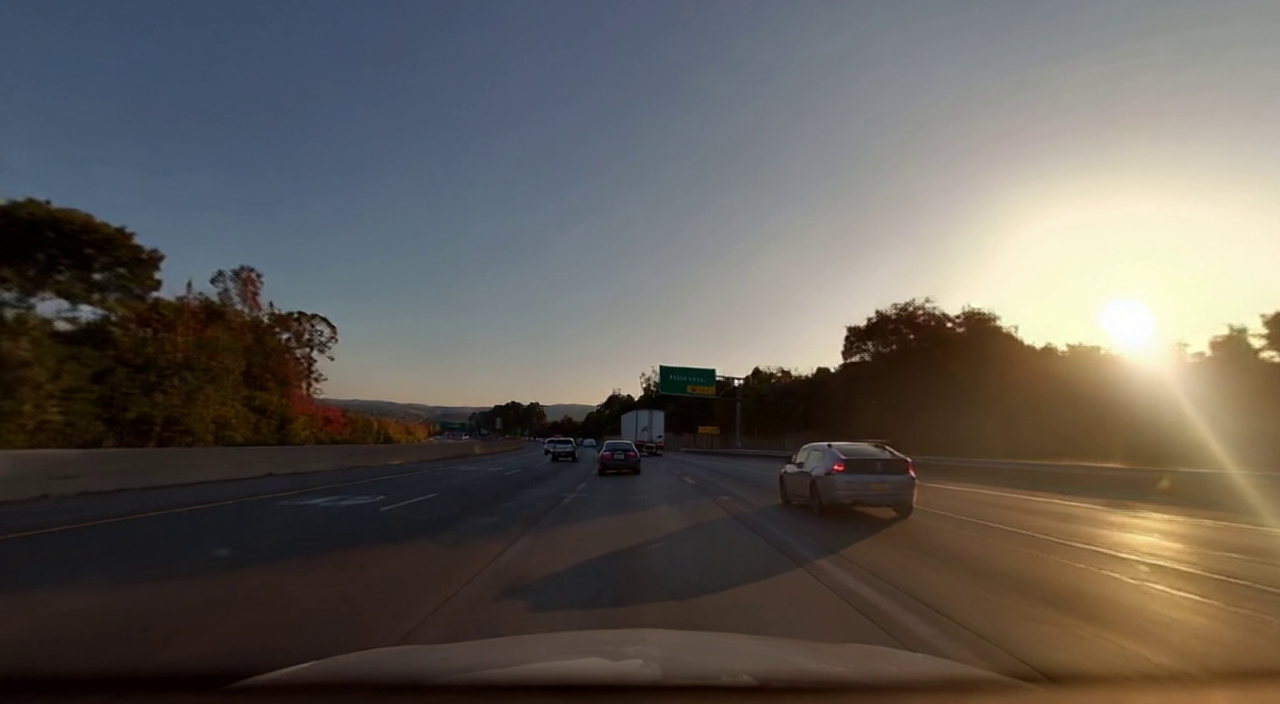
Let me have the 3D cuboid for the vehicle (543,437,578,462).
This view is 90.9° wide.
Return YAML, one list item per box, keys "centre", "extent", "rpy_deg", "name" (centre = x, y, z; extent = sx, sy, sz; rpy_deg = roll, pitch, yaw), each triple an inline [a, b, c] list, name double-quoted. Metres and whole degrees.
- centre: [-5.215, 6.485, 41.962]
  extent: [2.072, 1.512, 4.043]
  rpy_deg: [0, -8, -4]
  name: "vehicle"

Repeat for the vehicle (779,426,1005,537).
- centre: [3.902, 2.080, 10.761]
  extent: [1.971, 1.472, 4.301]
  rpy_deg: [0, -8, -1]
  name: "vehicle"

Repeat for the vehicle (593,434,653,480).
- centre: [-0.635, 3.850, 23.295]
  extent: [2.020, 1.516, 3.951]
  rpy_deg: [0, -9, -2]
  name: "vehicle"
